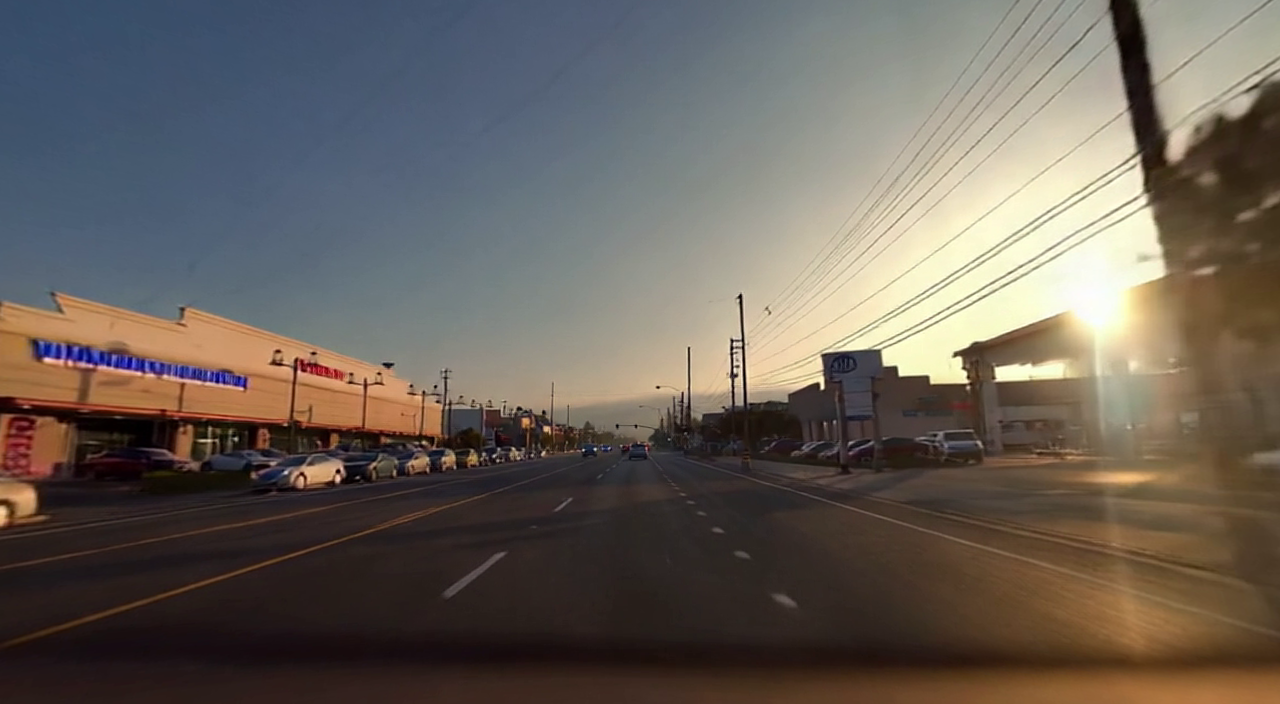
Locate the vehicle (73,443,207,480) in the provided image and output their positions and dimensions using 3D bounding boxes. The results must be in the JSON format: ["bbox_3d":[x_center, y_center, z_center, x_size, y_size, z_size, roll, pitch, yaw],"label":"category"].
[{"bbox_3d":[-23.942,5.251,30.469,4.527,1.679,2.055,3,-9,-18],"label":"vehicle"}]

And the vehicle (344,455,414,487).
[{"bbox_3d":[-13.631,6.197,33.280,1.791,1.377,4.807,-2,-8,-1],"label":"vehicle"}]

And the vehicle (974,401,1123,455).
[{"bbox_3d":[29.567,5.579,45.987,8.821,3.745,2.909,0,-9,-3],"label":"vehicle"}]

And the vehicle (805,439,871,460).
[{"bbox_3d":[14.980,7.397,47.883,4.300,1.431,1.937,-2,-7,1],"label":"vehicle"}]

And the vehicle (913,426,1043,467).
[{"bbox_3d":[15.349,4.303,28.923,4.667,1.775,2.199,0,-9,-1],"label":"vehicle"}]

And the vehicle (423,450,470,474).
[{"bbox_3d":[-13.712,7.817,45.013,1.901,1.552,4.541,0,-8,0],"label":"vehicle"}]

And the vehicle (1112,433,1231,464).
[{"bbox_3d":[26.894,4.889,32.052,4.367,1.458,1.857,0,-9,-3],"label":"vehicle"}]

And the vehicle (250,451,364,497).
[{"bbox_3d":[-13.763,5.015,26.526,2.014,1.523,5.092,-3,-8,1],"label":"vehicle"}]
